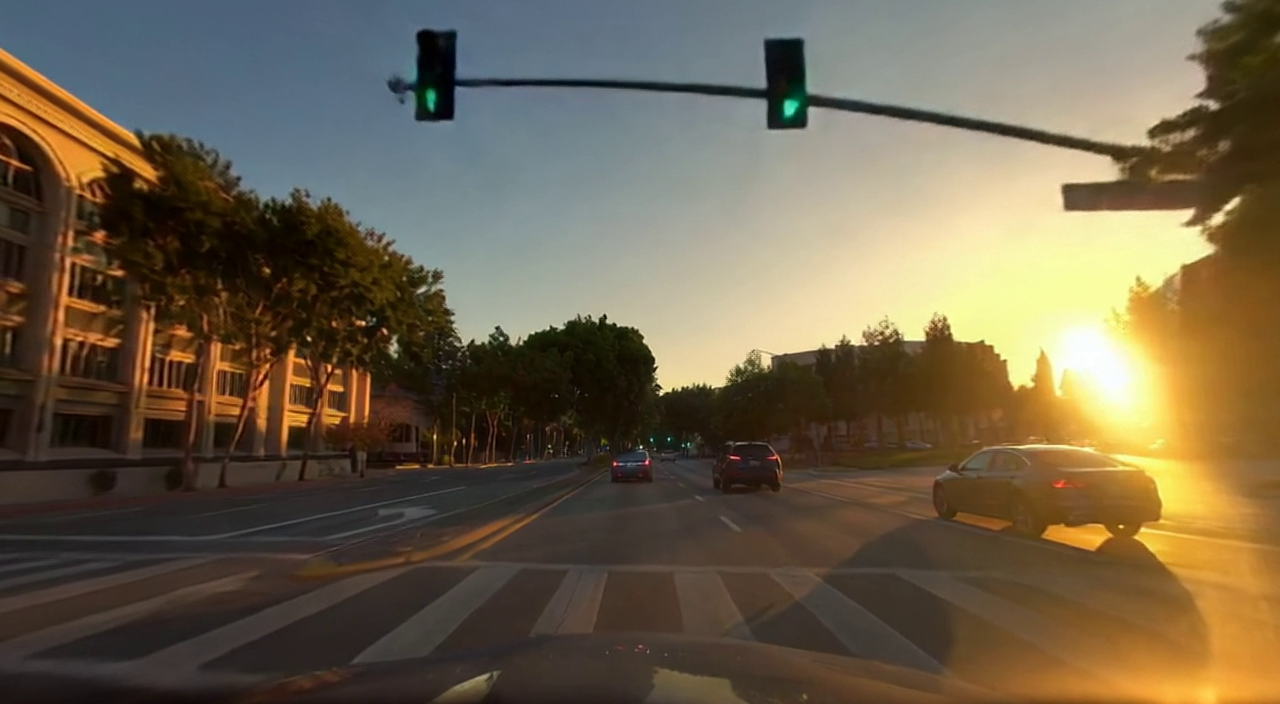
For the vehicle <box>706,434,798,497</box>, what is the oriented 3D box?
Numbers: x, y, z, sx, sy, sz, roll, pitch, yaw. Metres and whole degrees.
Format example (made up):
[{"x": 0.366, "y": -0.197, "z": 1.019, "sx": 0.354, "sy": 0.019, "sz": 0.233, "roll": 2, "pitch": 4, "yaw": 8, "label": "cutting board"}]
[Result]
[{"x": 3.440, "y": 3.578, "z": 20.296, "sx": 2.036, "sy": 1.757, "sz": 4.300, "roll": 0, "pitch": -8, "yaw": -1, "label": "vehicle"}]

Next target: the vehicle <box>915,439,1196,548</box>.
[{"x": 6.677, "y": 2.268, "z": 10.899, "sx": 1.868, "sy": 1.472, "sz": 4.274, "roll": 0, "pitch": -8, "yaw": -1, "label": "vehicle"}]

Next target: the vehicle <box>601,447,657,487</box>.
[{"x": -0.434, "y": 4.499, "z": 25.114, "sx": 2.054, "sy": 1.446, "sz": 3.969, "roll": 0, "pitch": -8, "yaw": -1, "label": "vehicle"}]
